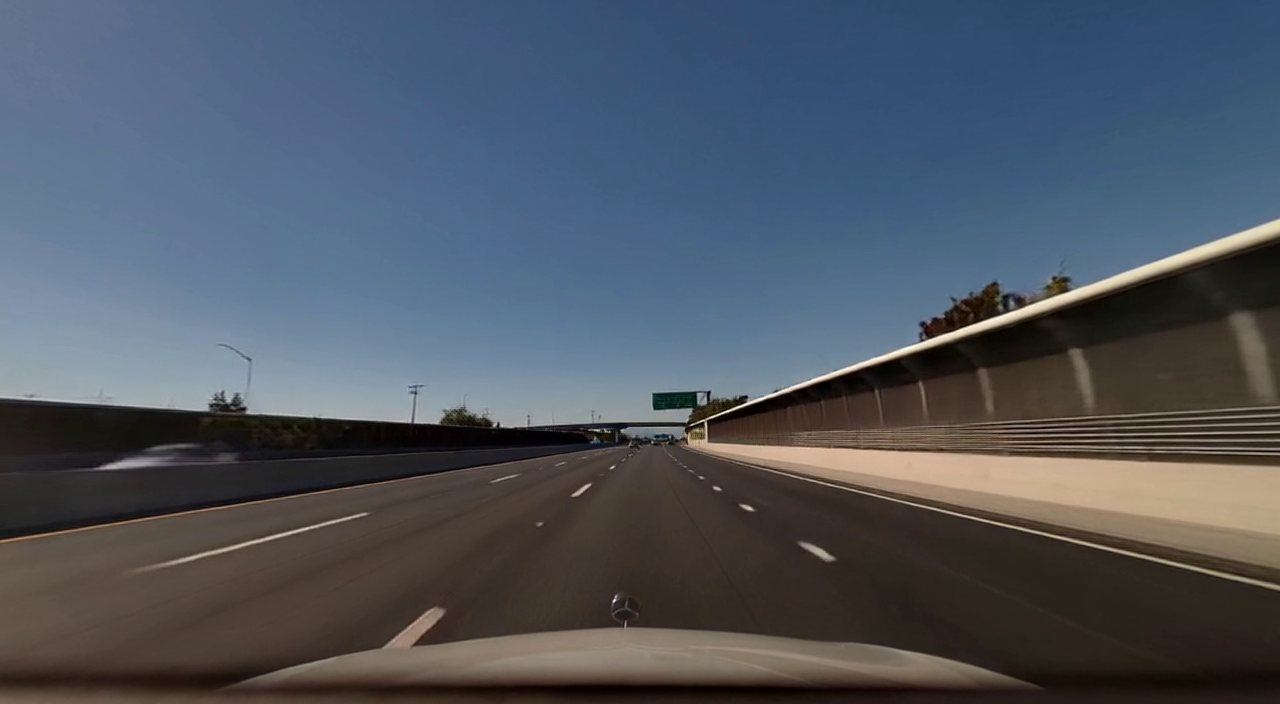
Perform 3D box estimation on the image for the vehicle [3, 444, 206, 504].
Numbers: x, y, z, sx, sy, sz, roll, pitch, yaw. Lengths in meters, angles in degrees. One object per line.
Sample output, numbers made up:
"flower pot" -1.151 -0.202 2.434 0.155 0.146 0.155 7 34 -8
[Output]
"vehicle" -15.752 3.554 18.940 1.969 1.565 4.592 0 -8 1
